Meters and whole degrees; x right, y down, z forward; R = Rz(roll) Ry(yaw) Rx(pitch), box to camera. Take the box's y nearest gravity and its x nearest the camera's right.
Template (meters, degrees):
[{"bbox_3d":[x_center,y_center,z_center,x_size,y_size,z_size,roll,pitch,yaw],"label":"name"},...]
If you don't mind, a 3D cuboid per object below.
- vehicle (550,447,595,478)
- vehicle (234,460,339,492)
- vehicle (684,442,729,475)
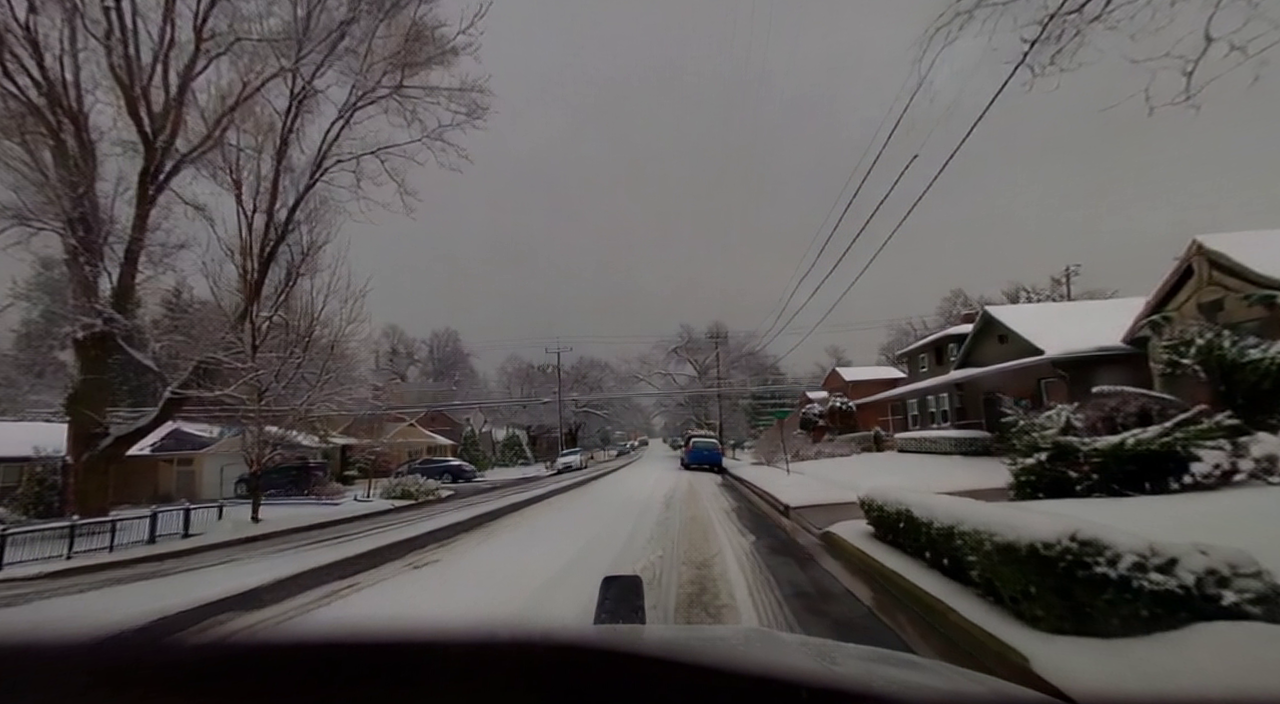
[{"bbox_3d":[-4.474,7.392,42.661,2.208,1.834,4.675,-4,-9,3],"label":"vehicle"},{"bbox_3d":[-18.300,6.410,32.779,4.404,1.495,1.844,-1,-9,5],"label":"vehicle"},{"bbox_3d":[3.307,5.397,32.149,2.005,1.553,3.984,-1,-9,3],"label":"vehicle"}]
